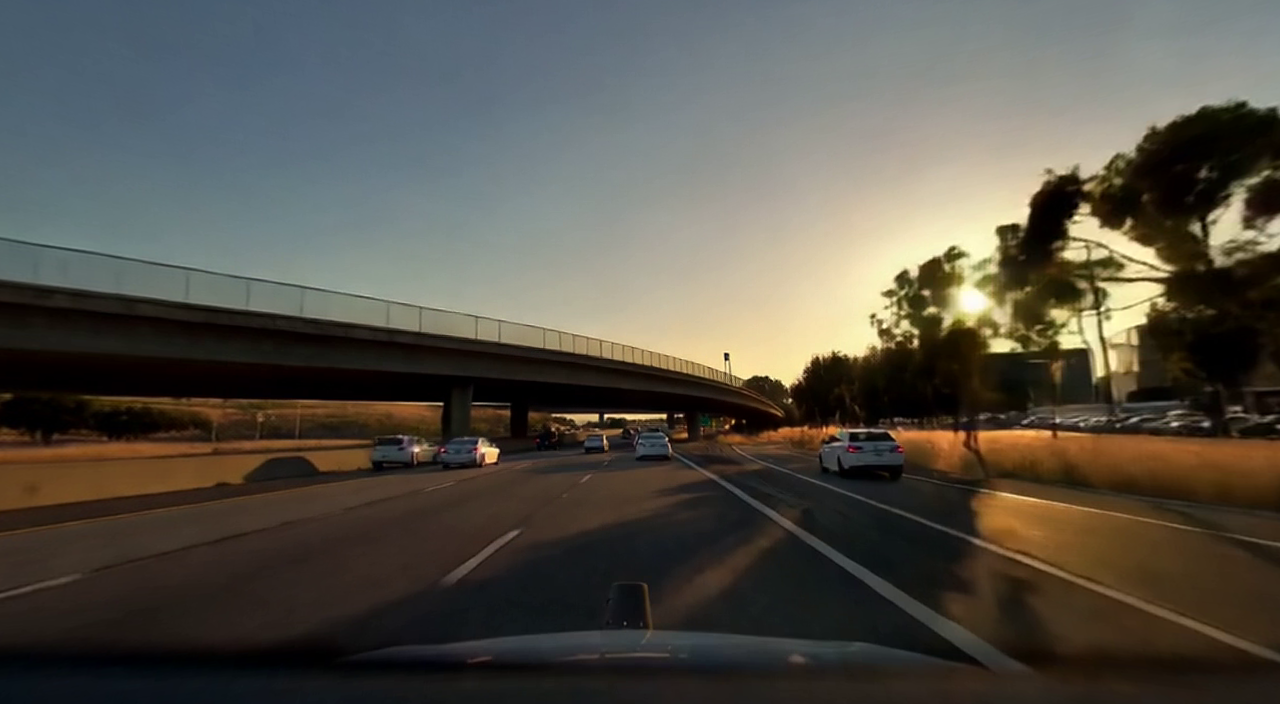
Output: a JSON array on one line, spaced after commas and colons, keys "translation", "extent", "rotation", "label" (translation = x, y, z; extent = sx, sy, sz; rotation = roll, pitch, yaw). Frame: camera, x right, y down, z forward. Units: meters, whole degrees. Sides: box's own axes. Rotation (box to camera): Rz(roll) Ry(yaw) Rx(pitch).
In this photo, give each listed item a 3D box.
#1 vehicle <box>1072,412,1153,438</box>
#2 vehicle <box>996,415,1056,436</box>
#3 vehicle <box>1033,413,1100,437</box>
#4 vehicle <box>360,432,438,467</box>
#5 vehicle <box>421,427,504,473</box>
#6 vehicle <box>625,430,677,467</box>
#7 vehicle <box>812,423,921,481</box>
[{"translation": [28.902, 4.523, 38.759], "extent": [1.797, 1.435, 4.566], "rotation": [-1, -9, 6], "label": "vehicle"}, {"translation": [30.255, 5.827, 49.662], "extent": [1.926, 1.468, 5.111], "rotation": [-1, -9, 6], "label": "vehicle"}, {"translation": [29.679, 5.139, 44.088], "extent": [1.842, 1.460, 4.810], "rotation": [-1, -9, 8], "label": "vehicle"}, {"translation": [-11.358, 4.647, 30.125], "extent": [1.858, 1.491, 4.734], "rotation": [0, -9, 0], "label": "vehicle"}, {"translation": [-7.121, 3.984, 25.765], "extent": [2.067, 1.682, 4.388], "rotation": [0, -9, 0], "label": "vehicle"}, {"translation": [0.442, 4.320, 28.239], "extent": [2.145, 1.493, 4.146], "rotation": [0, -9, 0], "label": "vehicle"}, {"translation": [7.212, 3.253, 20.695], "extent": [2.095, 1.674, 4.530], "rotation": [0, -9, 3], "label": "vehicle"}]
